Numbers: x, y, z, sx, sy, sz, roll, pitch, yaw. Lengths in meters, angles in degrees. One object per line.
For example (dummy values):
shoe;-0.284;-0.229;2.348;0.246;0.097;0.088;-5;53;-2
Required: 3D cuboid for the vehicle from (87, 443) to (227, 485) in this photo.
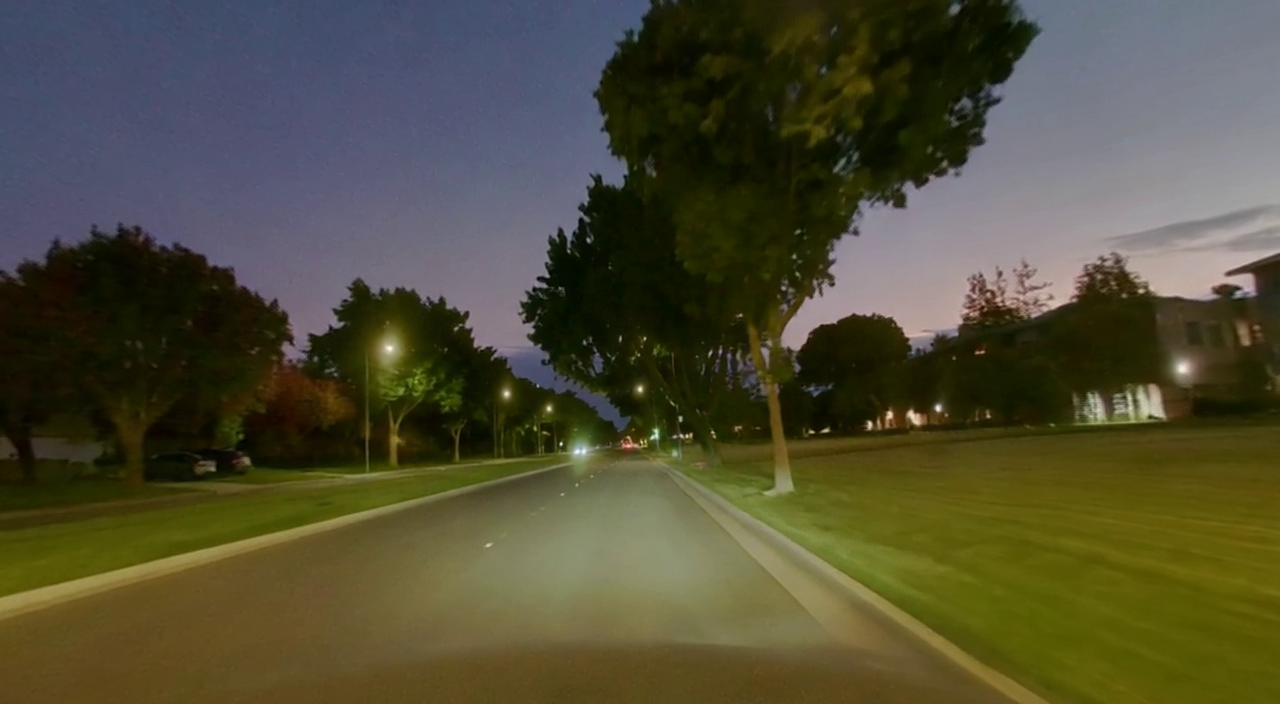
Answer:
vehicle;-24.809;5.755;32.653;5.409;1.967;2.123;-1;-8;0
